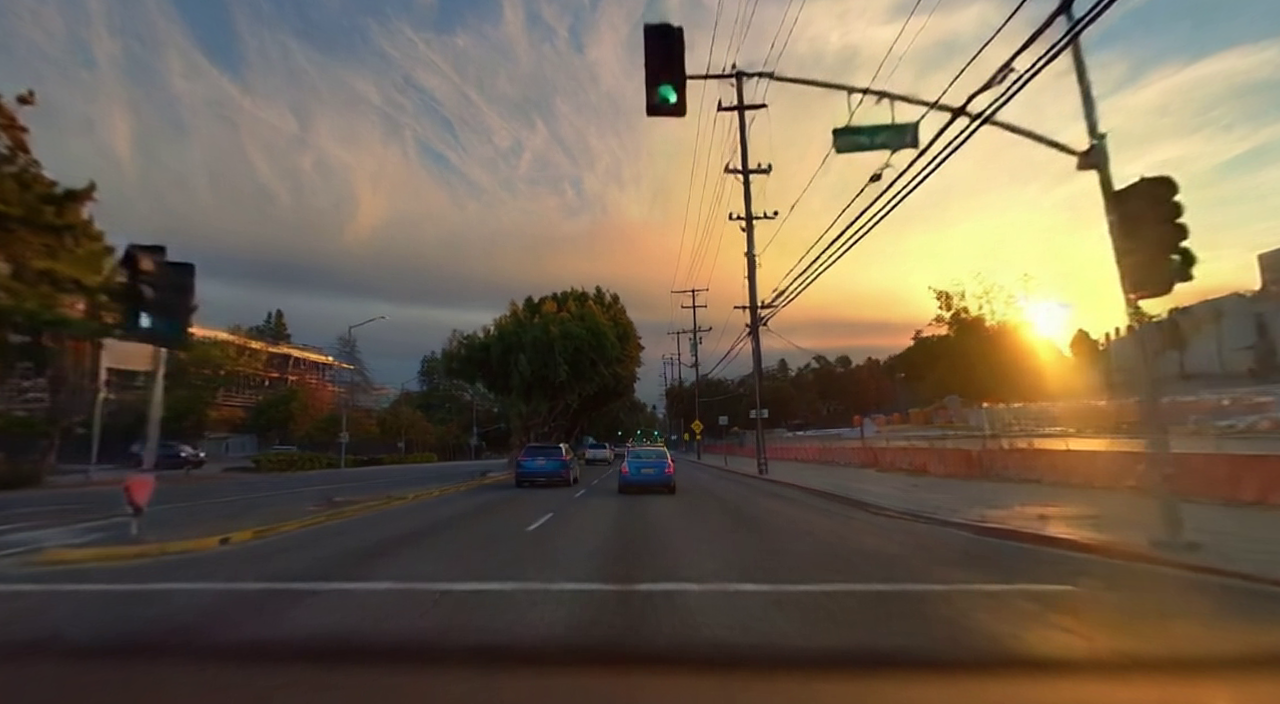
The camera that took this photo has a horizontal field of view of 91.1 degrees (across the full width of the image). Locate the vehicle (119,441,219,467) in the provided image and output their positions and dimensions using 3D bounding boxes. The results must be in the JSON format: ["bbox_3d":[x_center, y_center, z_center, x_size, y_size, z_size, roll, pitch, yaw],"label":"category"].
[{"bbox_3d":[-31.766,6.902,42.423,5.155,1.679,1.934,0,-8,0],"label":"vehicle"}]

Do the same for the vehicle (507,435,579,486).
[{"bbox_3d":[-3.730,4.246,24.951,2.078,1.804,4.387,0,-8,1],"label":"vehicle"}]

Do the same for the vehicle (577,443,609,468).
[{"bbox_3d":[-3.392,7.571,46.210,1.910,1.713,4.786,0,-8,1],"label":"vehicle"}]

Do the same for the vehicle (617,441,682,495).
[{"bbox_3d":[0.300,4.001,22.017,2.059,1.691,3.980,0,-8,0],"label":"vehicle"}]
